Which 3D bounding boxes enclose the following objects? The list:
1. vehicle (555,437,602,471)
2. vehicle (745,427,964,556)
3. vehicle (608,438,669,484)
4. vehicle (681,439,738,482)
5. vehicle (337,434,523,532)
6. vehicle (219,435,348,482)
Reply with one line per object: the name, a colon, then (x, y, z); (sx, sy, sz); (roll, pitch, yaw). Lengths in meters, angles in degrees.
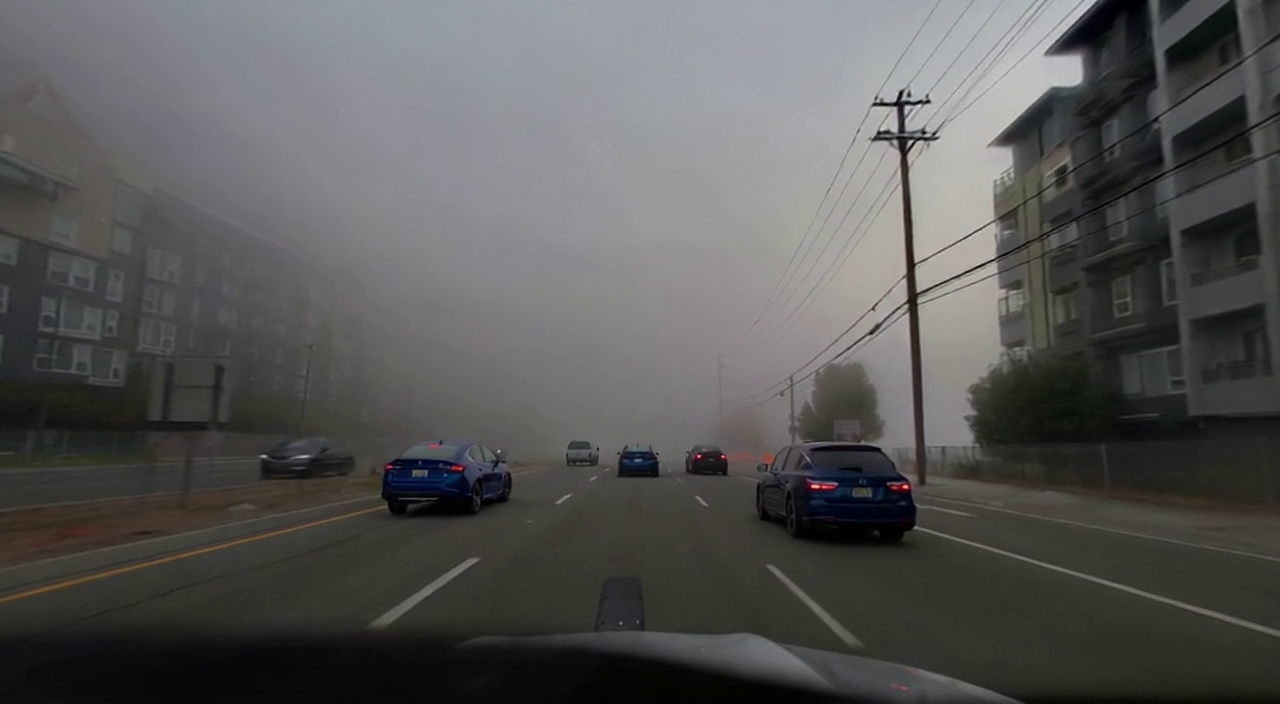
vehicle: (-3.523, 5.934, 37.031); (2.190, 1.832, 4.417); (0, -8, 1)
vehicle: (3.032, 2.047, 9.984); (1.975, 1.598, 4.025); (0, -8, -1)
vehicle: (-0.045, 4.417, 25.972); (2.291, 1.714, 4.217); (0, -8, 0)
vehicle: (3.080, 4.877, 28.745); (2.029, 1.797, 4.218); (0, -8, -1)
vehicle: (-3.592, 2.317, 11.774); (1.968, 1.473, 4.209); (0, -8, 1)
vehicle: (-12.398, 3.725, 22.369); (1.902, 1.497, 4.417); (0, -8, 1)
